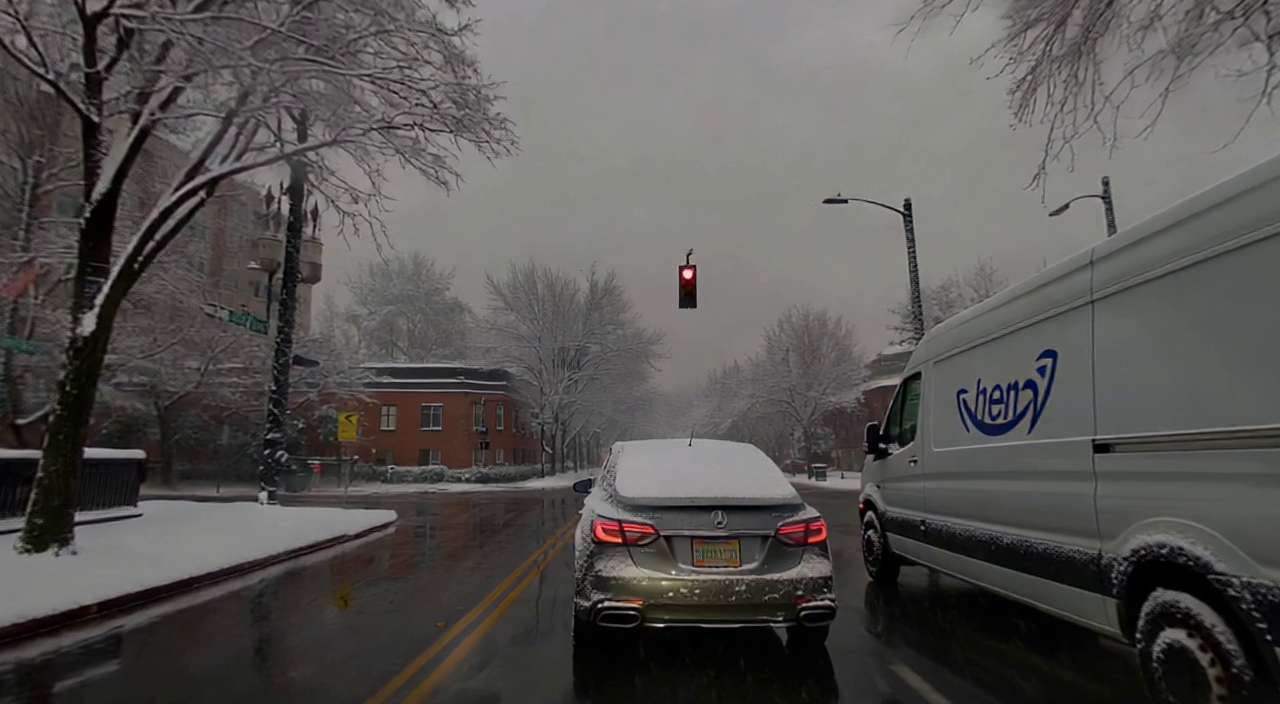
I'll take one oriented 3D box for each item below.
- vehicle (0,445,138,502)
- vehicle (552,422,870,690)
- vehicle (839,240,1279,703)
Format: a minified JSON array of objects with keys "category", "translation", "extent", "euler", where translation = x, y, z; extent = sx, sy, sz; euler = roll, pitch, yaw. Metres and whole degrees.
[{"category":"vehicle","translation":[-29.534,6.176,32.111],"extent":[5.743,2.738,2.263],"euler":[1,-10,0]},{"category":"vehicle","translation":[0.391,1.602,5.792],"extent":[1.961,1.629,3.610],"euler":[1,-10,-2]},{"category":"vehicle","translation":[2.847,0.909,2.997],"extent":[2.054,1.965,5.248],"euler":[1,-11,0]}]
